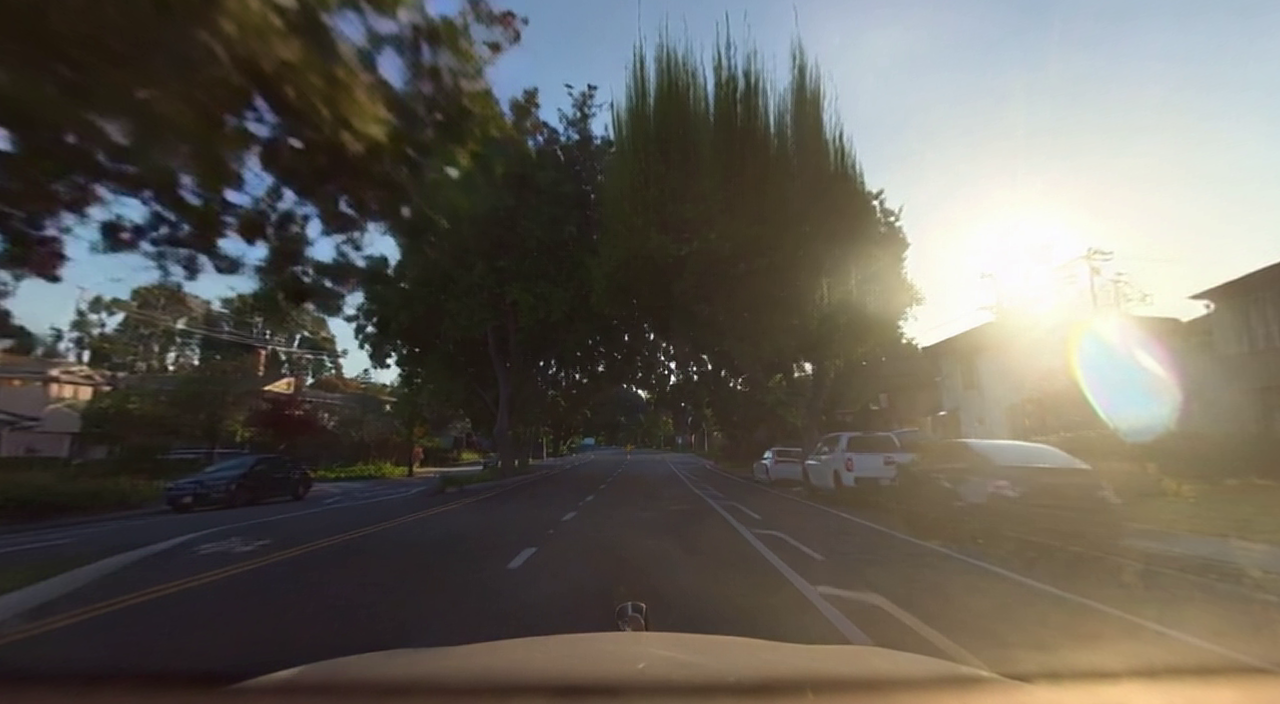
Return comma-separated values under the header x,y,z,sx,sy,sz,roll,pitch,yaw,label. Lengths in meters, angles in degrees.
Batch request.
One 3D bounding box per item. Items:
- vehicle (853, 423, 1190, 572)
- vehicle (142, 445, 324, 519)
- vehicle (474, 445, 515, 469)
x,y,z,sx,sy,sz,roll,pitch,yaw,label
5.057,1.989,9.549,1.885,1.603,5.235,0,-9,1,vehicle
-11.604,3.670,18.484,2.054,1.704,4.710,-3,-8,3,vehicle
-11.147,8.053,48.683,2.023,1.629,4.822,-2,-8,0,vehicle
